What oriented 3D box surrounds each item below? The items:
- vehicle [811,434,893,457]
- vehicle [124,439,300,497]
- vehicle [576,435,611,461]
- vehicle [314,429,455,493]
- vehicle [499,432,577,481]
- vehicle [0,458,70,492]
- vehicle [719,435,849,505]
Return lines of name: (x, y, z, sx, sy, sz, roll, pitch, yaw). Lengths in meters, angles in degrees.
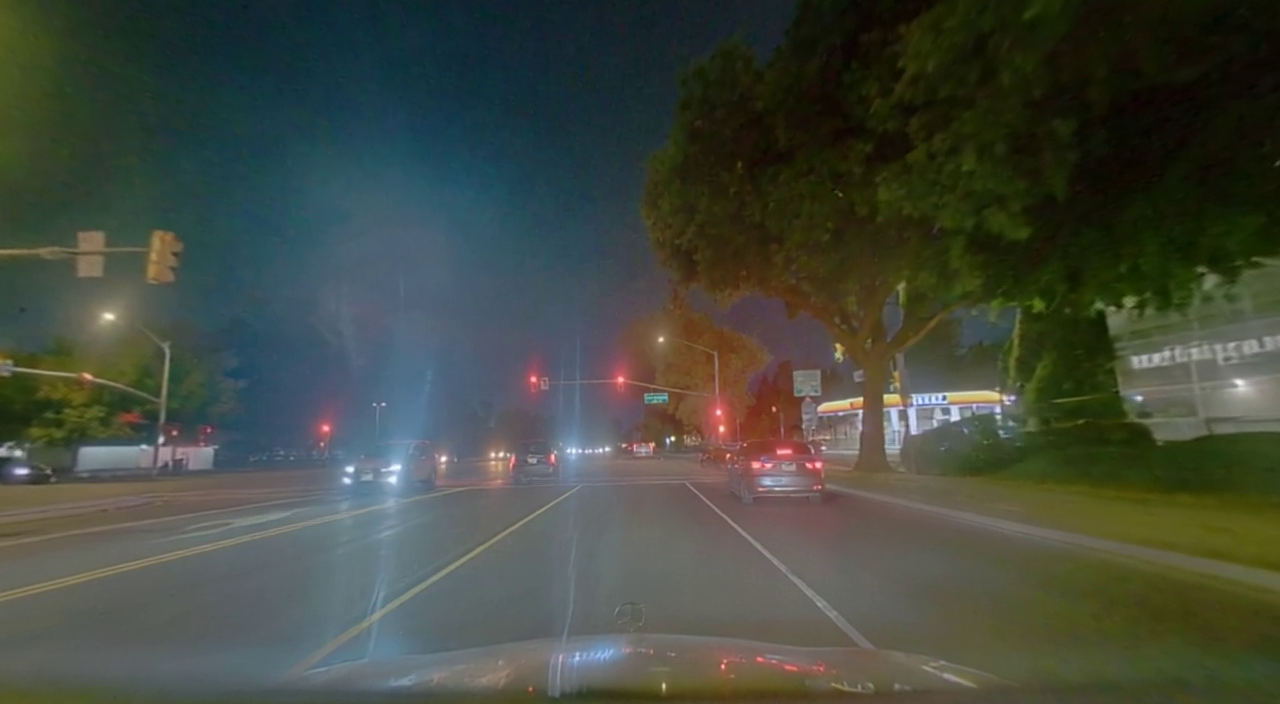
vehicle: (14.409, 6.398, 42.946, 4.776, 1.486, 2.138, 1, -9, -5)
vehicle: (-15.730, 4.269, 23.751, 2.486, 1.876, 5.659, 0, -8, 2)
vehicle: (-3.410, 7.190, 47.057, 2.126, 1.810, 4.414, 0, -8, 1)
vehicle: (-7.830, 3.393, 20.057, 2.224, 1.747, 5.274, 0, -8, 0)
vehicle: (-3.850, 4.032, 24.636, 2.250, 1.713, 4.422, 0, -8, 1)
vehicle: (-35.986, 7.076, 36.036, 4.573, 1.705, 2.377, -2, -8, 2)
vehicle: (3.360, 2.881, 15.839, 2.095, 1.475, 4.686, 0, -8, -1)
